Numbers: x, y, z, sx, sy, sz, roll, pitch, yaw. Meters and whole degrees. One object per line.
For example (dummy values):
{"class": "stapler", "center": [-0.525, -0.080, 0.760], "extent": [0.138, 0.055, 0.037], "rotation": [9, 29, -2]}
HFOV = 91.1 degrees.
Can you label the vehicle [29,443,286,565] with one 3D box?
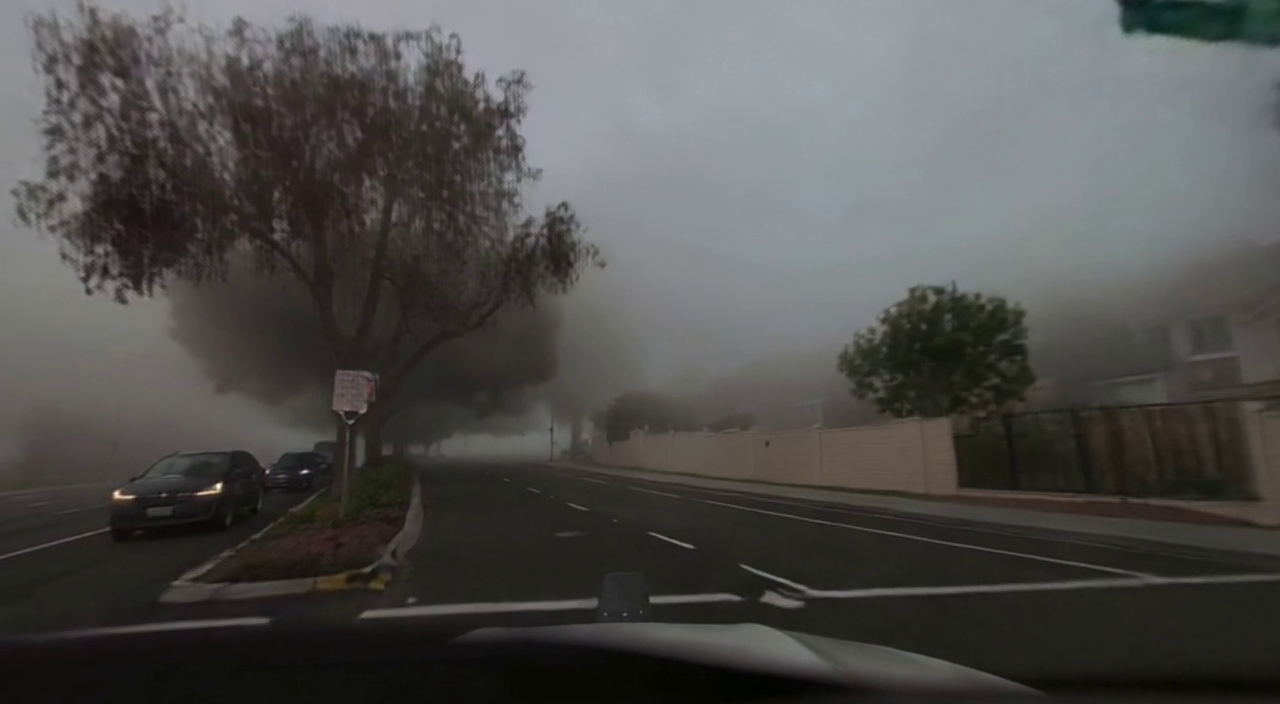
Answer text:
{"class": "vehicle", "center": [-7.461, 2.267, 10.400], "extent": [1.912, 1.464, 4.652], "rotation": [3, -8, -19]}
